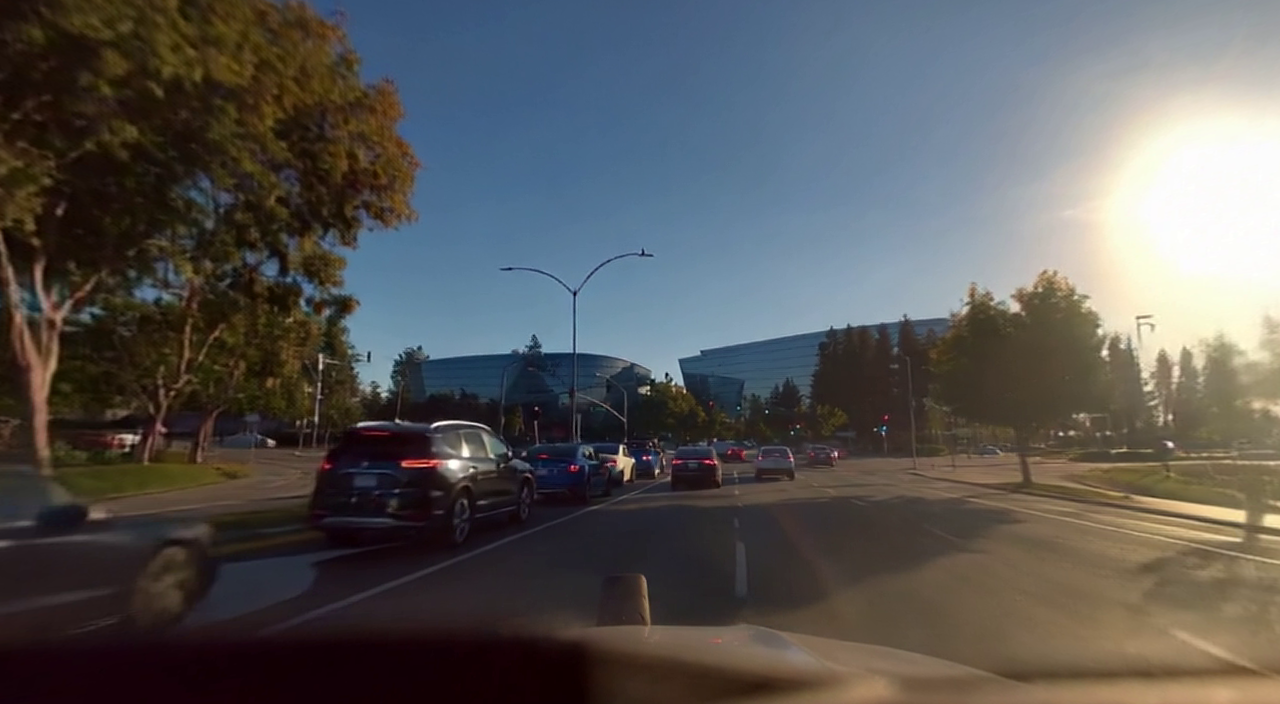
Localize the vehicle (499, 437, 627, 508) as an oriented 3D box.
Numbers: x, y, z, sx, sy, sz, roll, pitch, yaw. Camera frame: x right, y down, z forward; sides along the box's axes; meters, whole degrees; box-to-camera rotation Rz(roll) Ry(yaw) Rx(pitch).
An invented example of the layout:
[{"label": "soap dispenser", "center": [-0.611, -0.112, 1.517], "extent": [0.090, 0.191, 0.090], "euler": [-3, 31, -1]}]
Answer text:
[{"label": "vehicle", "center": [-1.823, 3.060, 16.413], "extent": [2.068, 1.525, 4.452], "euler": [-4, -9, 10]}]

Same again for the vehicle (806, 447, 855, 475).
[{"label": "vehicle", "center": [11.263, 6.465, 37.452], "extent": [2.120, 1.497, 4.323], "euler": [-1, -8, 8]}]

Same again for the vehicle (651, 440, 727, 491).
[{"label": "vehicle", "center": [1.830, 3.851, 21.807], "extent": [2.205, 1.537, 4.895], "euler": [-1, -8, 9]}]

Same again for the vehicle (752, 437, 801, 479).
[{"label": "vehicle", "center": [6.539, 5.093, 30.510], "extent": [2.102, 1.815, 4.716], "euler": [-1, -8, 10]}]

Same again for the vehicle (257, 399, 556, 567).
[{"label": "vehicle", "center": [-3.025, 1.845, 9.475], "extent": [2.142, 1.834, 4.588], "euler": [-4, -9, 10]}]

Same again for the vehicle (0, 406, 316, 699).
[{"label": "vehicle", "center": [-4.273, 1.061, 3.406], "extent": [1.868, 1.514, 4.870], "euler": [-1, -8, 9]}]
